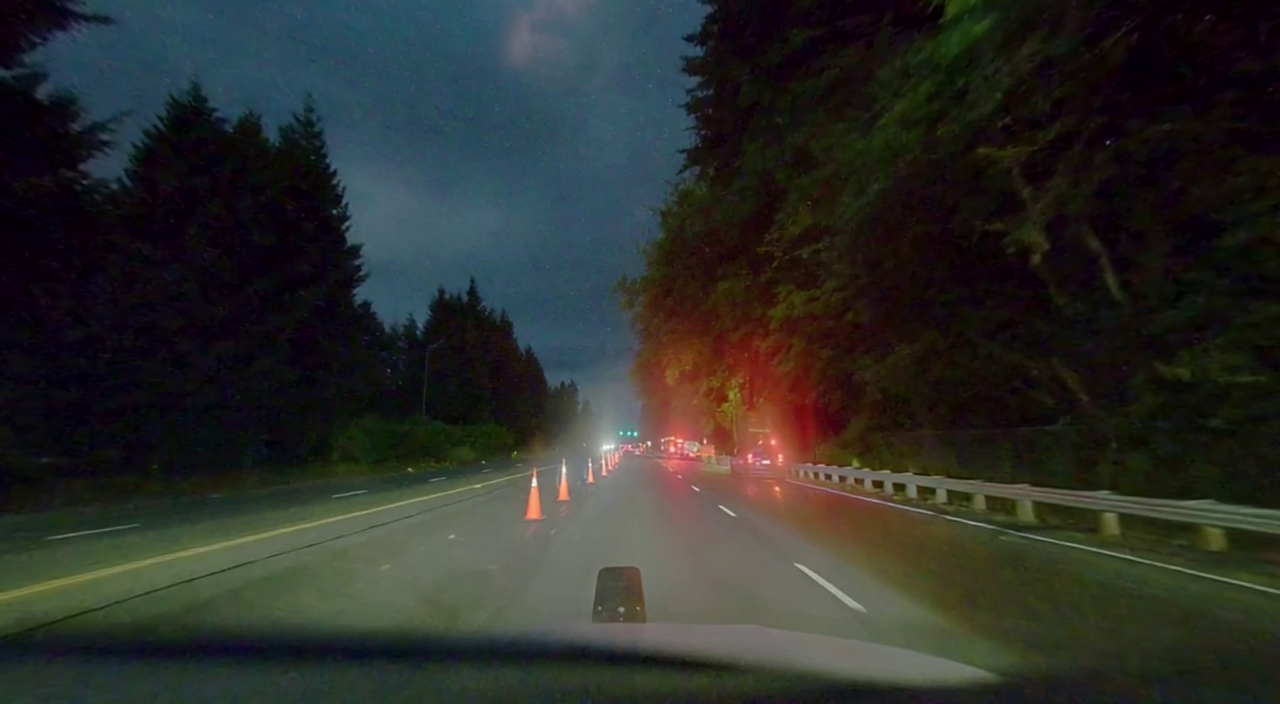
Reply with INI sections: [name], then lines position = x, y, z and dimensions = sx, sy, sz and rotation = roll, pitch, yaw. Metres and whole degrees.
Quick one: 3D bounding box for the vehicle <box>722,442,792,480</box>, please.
[vehicle]
position = 5.564, 5.251, 30.796
dimensions = 2.324, 1.655, 5.738
rotation = 0, -8, 0
